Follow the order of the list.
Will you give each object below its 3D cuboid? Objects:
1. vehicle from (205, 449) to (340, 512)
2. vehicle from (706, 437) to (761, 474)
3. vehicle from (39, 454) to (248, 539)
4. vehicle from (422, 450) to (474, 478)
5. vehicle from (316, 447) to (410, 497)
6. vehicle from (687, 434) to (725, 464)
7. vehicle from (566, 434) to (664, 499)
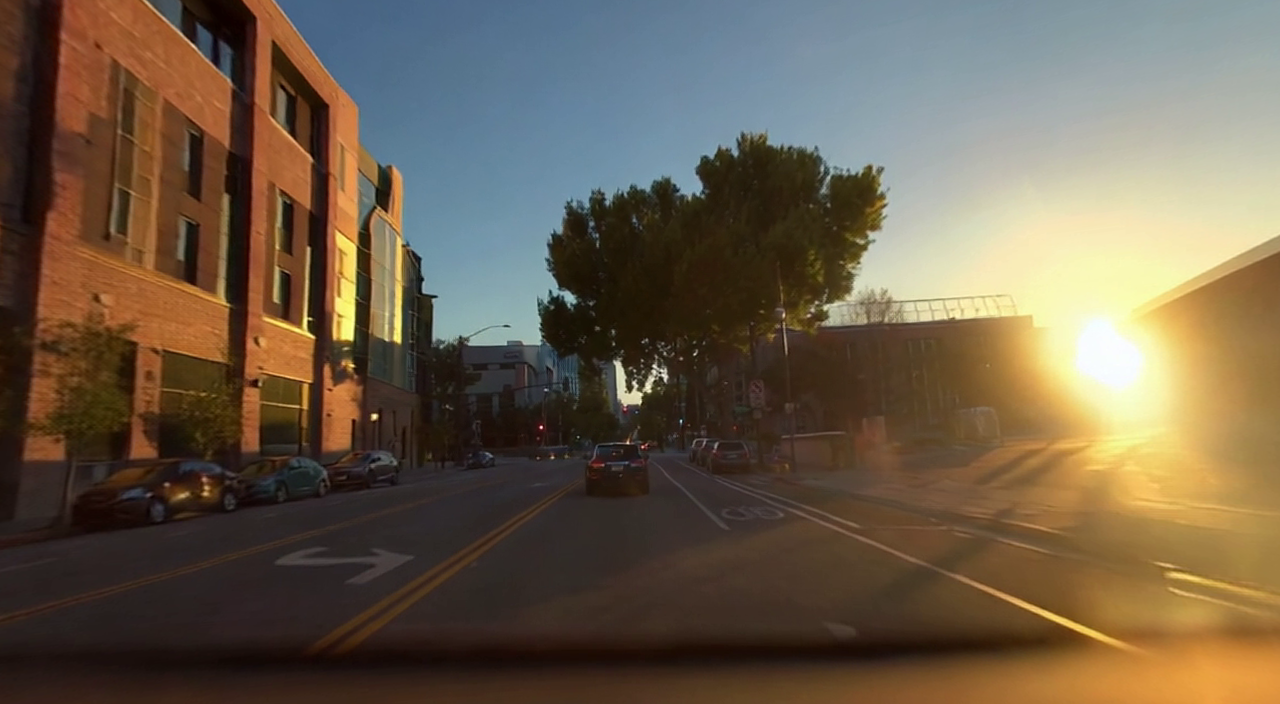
[{"bbox_3d":[-12.162,4.236,21.359,1.945,1.712,4.648,-4,-8,-2],"label":"vehicle"},{"bbox_3d":[4.456,4.997,30.770,1.924,1.645,4.528,0,-8,0],"label":"vehicle"},{"bbox_3d":[-12.037,3.468,15.757,1.976,1.577,4.091,-5,-8,-1],"label":"vehicle"},{"bbox_3d":[-12.237,7.135,40.596,1.968,1.469,4.523,-3,-8,-1],"label":"vehicle"},{"bbox_3d":[-11.973,5.170,27.713,2.090,1.784,4.832,-4,-8,-2],"label":"vehicle"},{"bbox_3d":[4.497,6.667,43.608,1.972,1.822,4.889,-2,-8,-1],"label":"vehicle"},{"bbox_3d":[-0.579,2.961,16.699,2.269,1.479,3.980,0,-8,0],"label":"vehicle"}]
